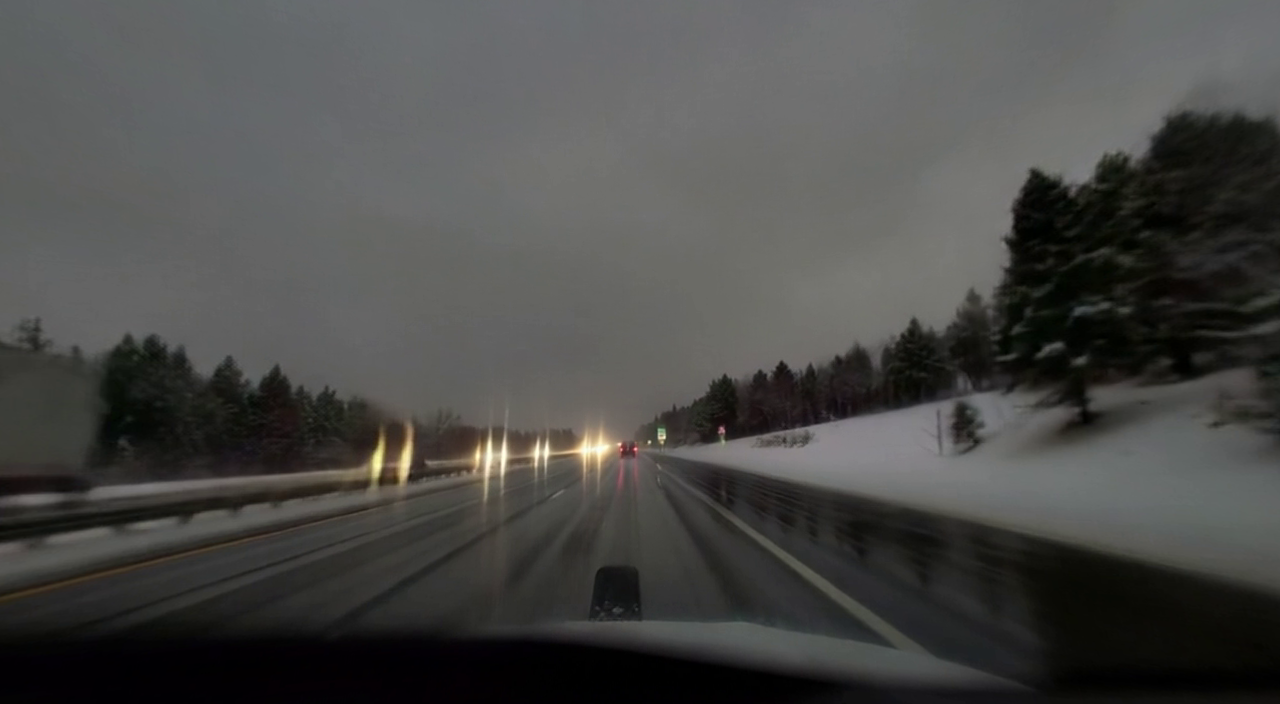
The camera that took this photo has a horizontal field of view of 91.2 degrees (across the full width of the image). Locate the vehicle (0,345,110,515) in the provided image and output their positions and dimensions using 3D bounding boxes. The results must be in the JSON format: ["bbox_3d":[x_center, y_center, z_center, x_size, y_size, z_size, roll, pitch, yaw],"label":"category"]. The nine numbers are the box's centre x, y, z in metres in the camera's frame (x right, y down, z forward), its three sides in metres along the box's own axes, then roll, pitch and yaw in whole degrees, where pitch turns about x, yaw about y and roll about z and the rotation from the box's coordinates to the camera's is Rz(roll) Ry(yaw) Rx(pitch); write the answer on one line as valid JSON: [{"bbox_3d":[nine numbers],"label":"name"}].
[{"bbox_3d":[-17.171,1.333,11.515,3.040,4.147,13.999,0,-9,-2],"label":"vehicle"}]

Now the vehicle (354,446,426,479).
[{"bbox_3d":[-13.442,5.940,34.010,2.103,1.607,4.448,0,-9,-1],"label":"vehicle"}]
